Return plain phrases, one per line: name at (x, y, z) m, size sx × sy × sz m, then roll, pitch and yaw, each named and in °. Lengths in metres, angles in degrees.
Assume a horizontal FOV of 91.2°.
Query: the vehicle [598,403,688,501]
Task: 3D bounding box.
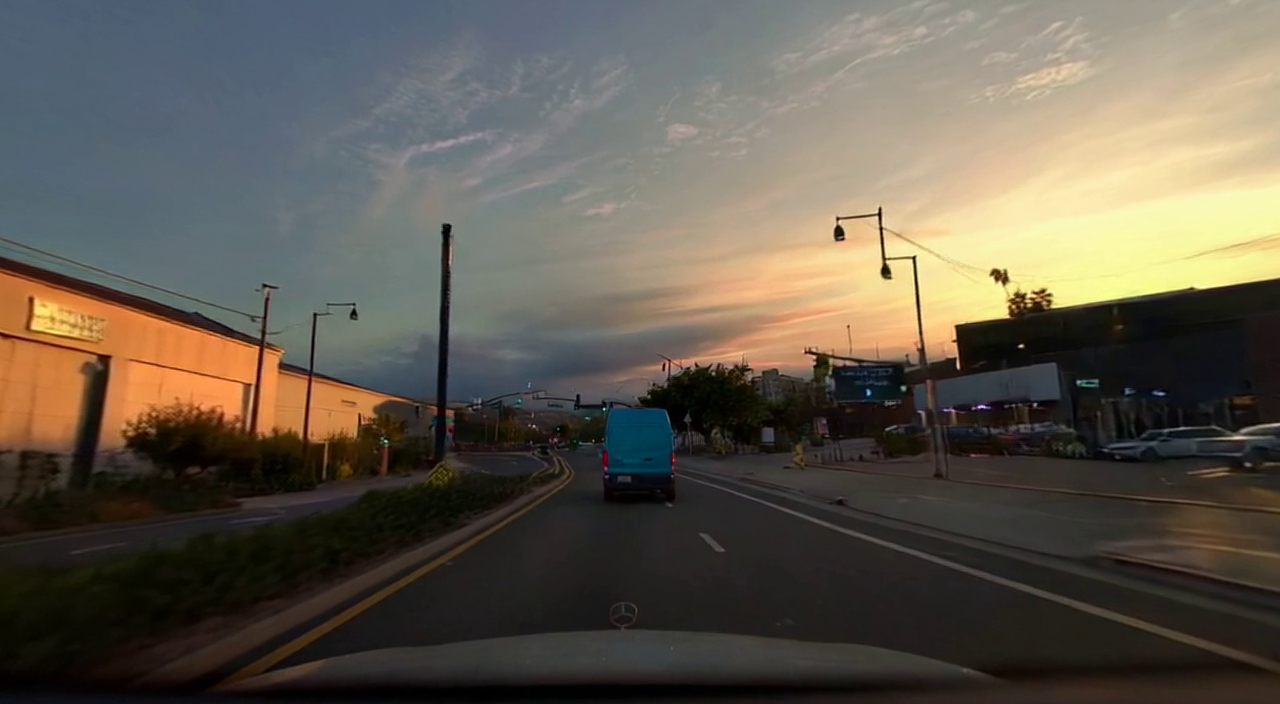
vehicle at (-0.050, 3.151, 19.937) m, size 2.432 × 2.624 × 5.670 m, roll 0°, pitch -9°, yaw -3°
